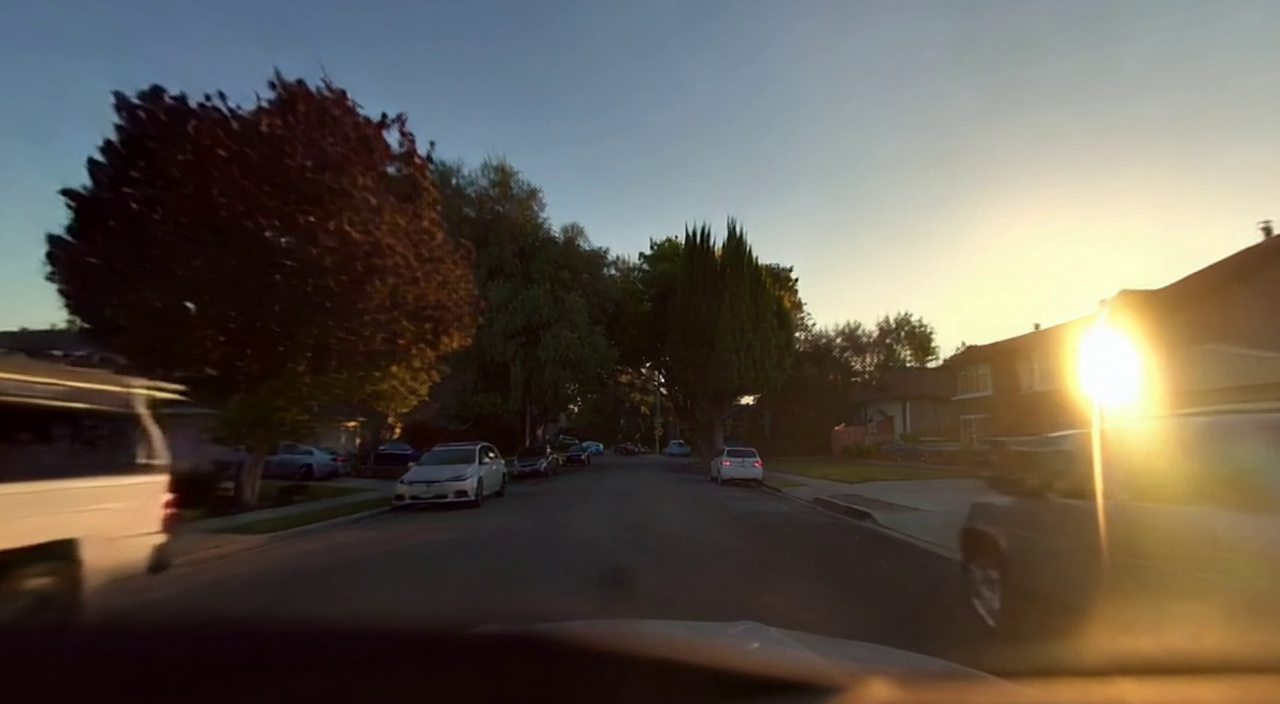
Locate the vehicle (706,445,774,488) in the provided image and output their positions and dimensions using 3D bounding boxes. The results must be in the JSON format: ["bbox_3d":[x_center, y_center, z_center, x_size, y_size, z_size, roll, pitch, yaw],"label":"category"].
[{"bbox_3d":[3.736,4.354,24.318,1.945,1.495,3.983,0,-9,0],"label":"vehicle"}]

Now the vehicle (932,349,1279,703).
[{"bbox_3d":[3.605,1.000,3.243,2.082,1.790,4.330,0,-9,0],"label":"vehicle"}]

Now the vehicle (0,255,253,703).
[{"bbox_3d":[-4.707,0.569,2.300,2.476,2.434,6.543,-1,-7,0],"label":"vehicle"}]

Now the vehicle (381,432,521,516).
[{"bbox_3d":[-4.683,3.035,16.579,2.140,1.815,4.926,0,-7,0],"label":"vehicle"}]

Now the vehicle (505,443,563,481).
[{"bbox_3d":[-4.976,5.201,30.237,1.887,1.660,4.312,0,-9,1],"label":"vehicle"}]

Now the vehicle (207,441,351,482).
[{"bbox_3d":[-13.558,4.106,23.931,4.220,1.462,1.913,1,-9,-4],"label":"vehicle"}]
